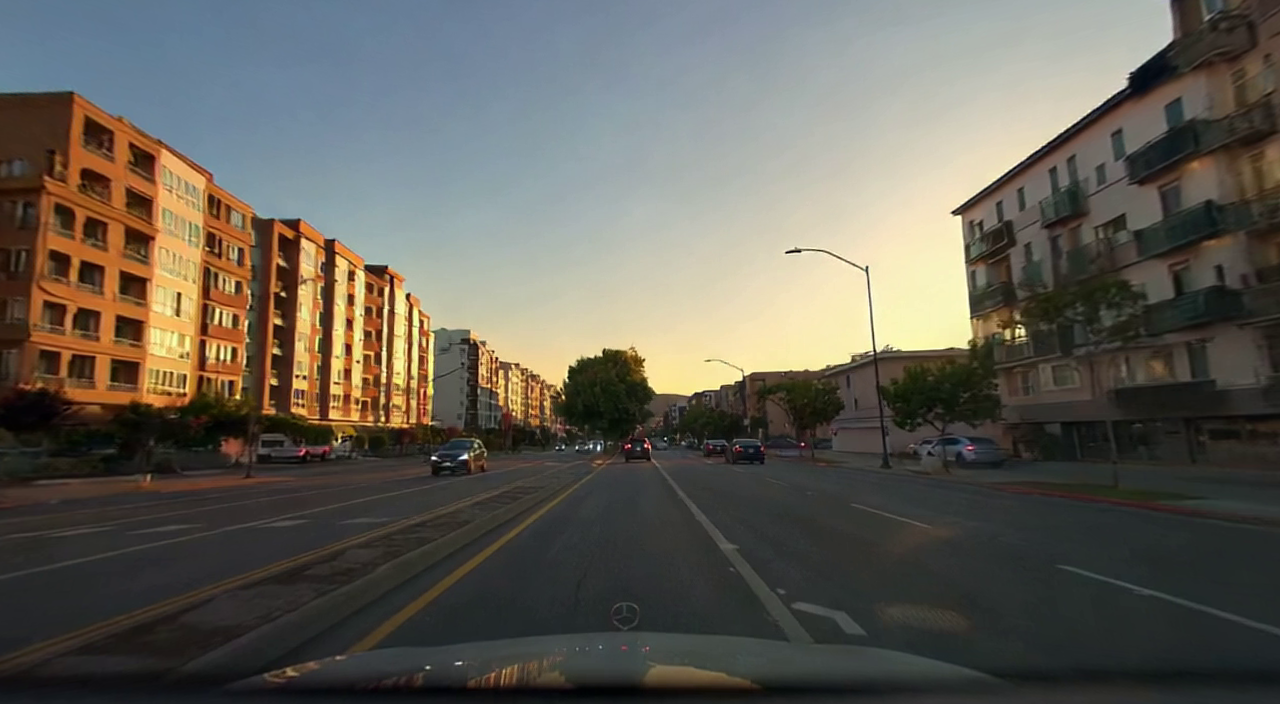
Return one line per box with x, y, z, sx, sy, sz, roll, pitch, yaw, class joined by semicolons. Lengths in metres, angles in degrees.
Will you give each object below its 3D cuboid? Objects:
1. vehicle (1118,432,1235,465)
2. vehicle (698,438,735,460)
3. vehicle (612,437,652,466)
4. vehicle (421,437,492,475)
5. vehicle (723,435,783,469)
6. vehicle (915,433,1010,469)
27.158;4.902;32.097;2.138;1.542;4.671;-1;-9;5;vehicle
5.688;7.245;47.183;2.154;1.554;4.149;0;-8;-2;vehicle
-0.431;5.577;35.402;2.106;1.553;3.964;0;-8;0;vehicle
-8.684;4.973;30.241;2.010;1.674;4.484;0;-8;1;vehicle
5.685;5.119;32.352;2.121;1.557;4.898;0;-8;-1;vehicle
14.996;4.636;29.586;2.025;1.523;4.581;0;-8;0;vehicle
